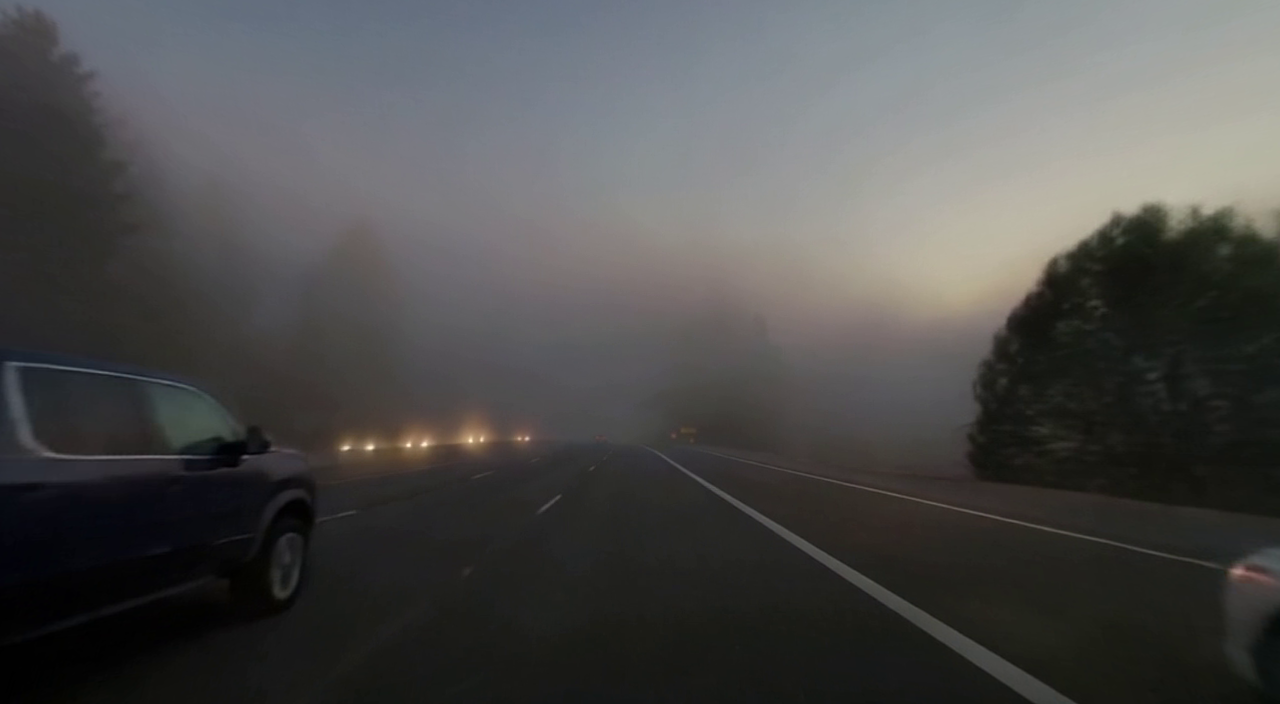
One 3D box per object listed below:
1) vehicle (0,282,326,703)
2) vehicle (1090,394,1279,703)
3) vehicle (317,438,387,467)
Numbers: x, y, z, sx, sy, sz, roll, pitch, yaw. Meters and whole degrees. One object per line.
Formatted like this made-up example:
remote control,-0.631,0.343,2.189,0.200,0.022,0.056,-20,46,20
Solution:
vehicle,-3.591,0.593,2.274,2.106,1.779,5.610,0,-8,-1
vehicle,3.656,0.761,1.524,1.817,1.465,4.415,0,-8,-1
vehicle,-16.126,5.604,35.441,1.914,1.504,4.422,0,-8,-1
